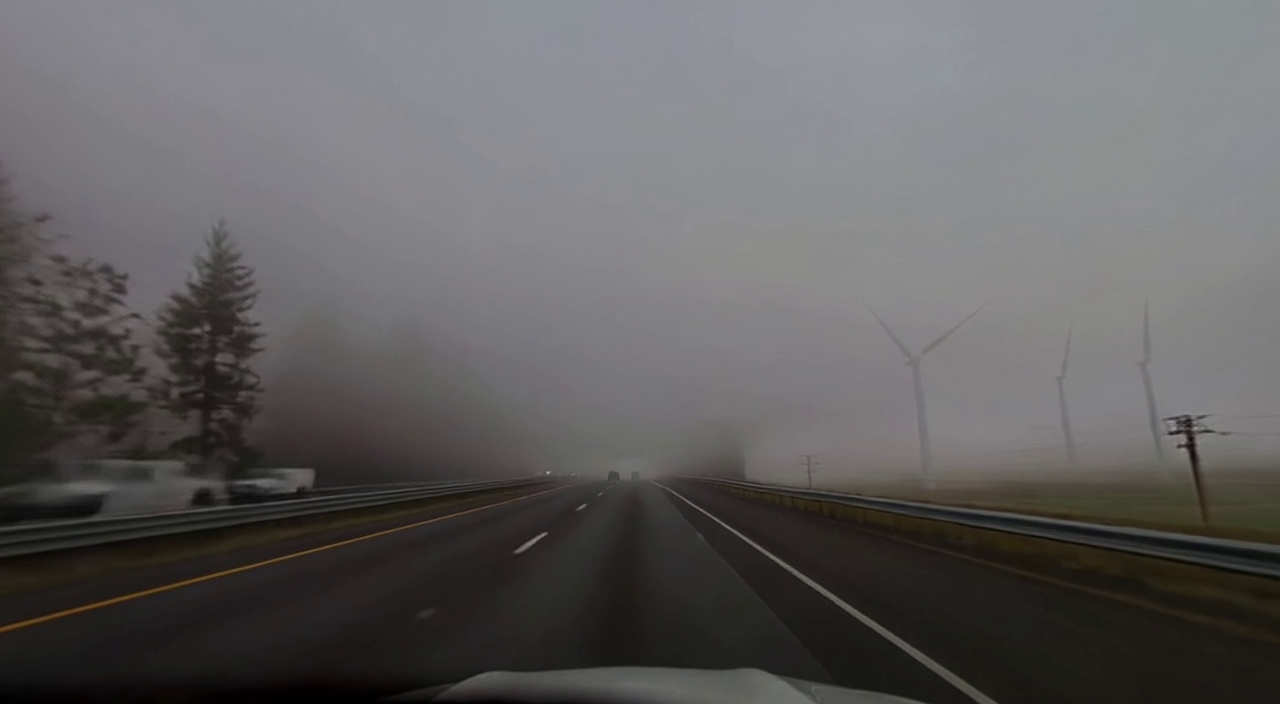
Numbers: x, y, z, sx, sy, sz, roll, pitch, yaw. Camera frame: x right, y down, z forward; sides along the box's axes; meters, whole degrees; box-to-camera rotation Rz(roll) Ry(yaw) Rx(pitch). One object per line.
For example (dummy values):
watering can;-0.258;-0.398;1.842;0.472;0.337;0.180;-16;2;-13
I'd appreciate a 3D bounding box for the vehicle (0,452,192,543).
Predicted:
vehicle;-12.647;3.143;14.076;1.977;1.680;4.321;1;-11;0

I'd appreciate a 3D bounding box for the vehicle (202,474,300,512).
vehicle;-16.262;5.875;26.556;1.683;1.410;3.755;1;-11;0
